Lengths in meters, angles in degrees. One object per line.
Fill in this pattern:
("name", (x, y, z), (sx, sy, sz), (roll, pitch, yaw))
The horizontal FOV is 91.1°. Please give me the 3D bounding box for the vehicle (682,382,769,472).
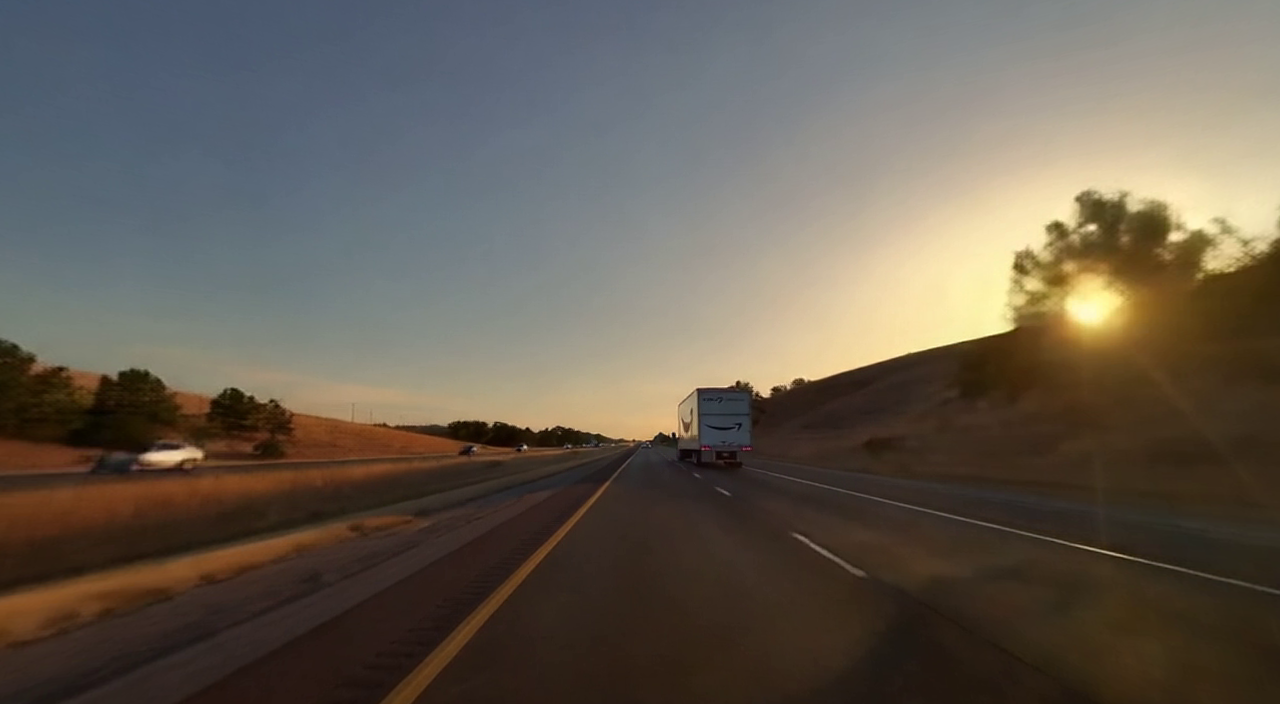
("vehicle", (4.687, 4.854, 38.906), (3.190, 4.365, 16.625), (0, -8, 0))
